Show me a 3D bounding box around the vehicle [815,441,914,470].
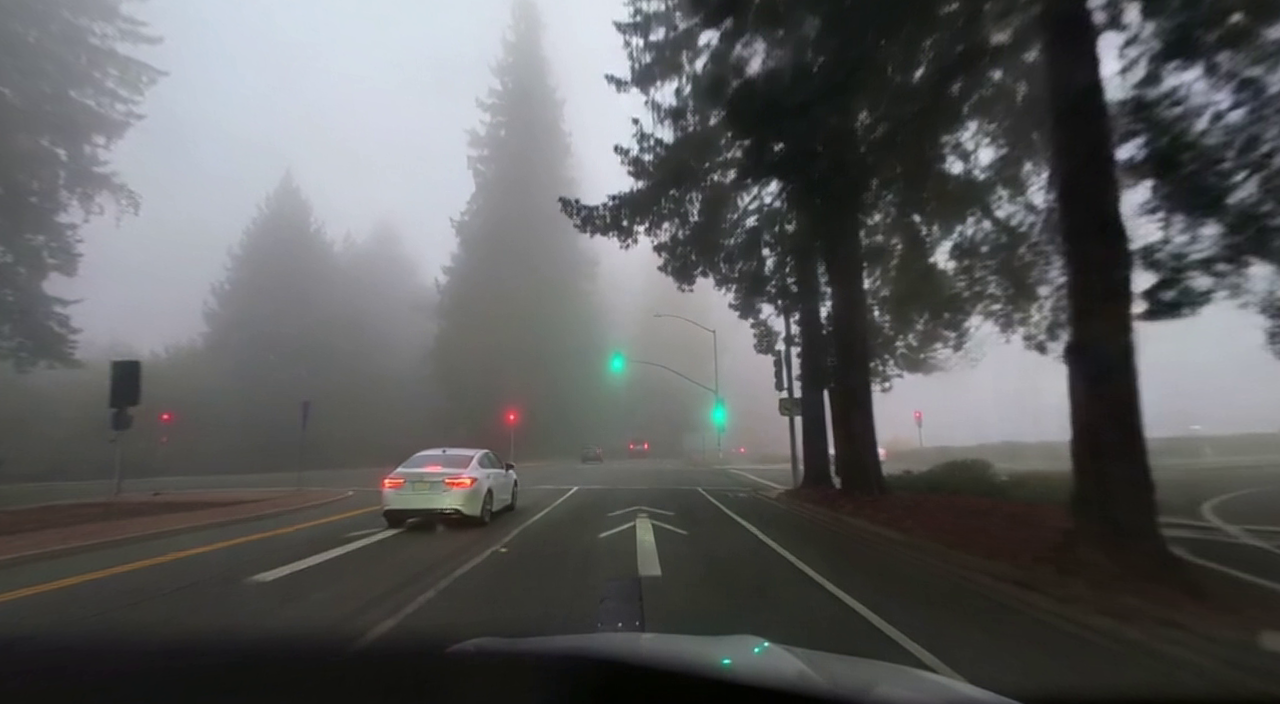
[{"bbox_3d":[12.042,5.583,34.081,4.632,1.473,1.889,1,-8,-3],"label":"vehicle"}]

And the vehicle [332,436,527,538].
[{"bbox_3d":[-3.465,2.293,11.463,1.968,1.459,4.433,0,-8,1],"label":"vehicle"}]
